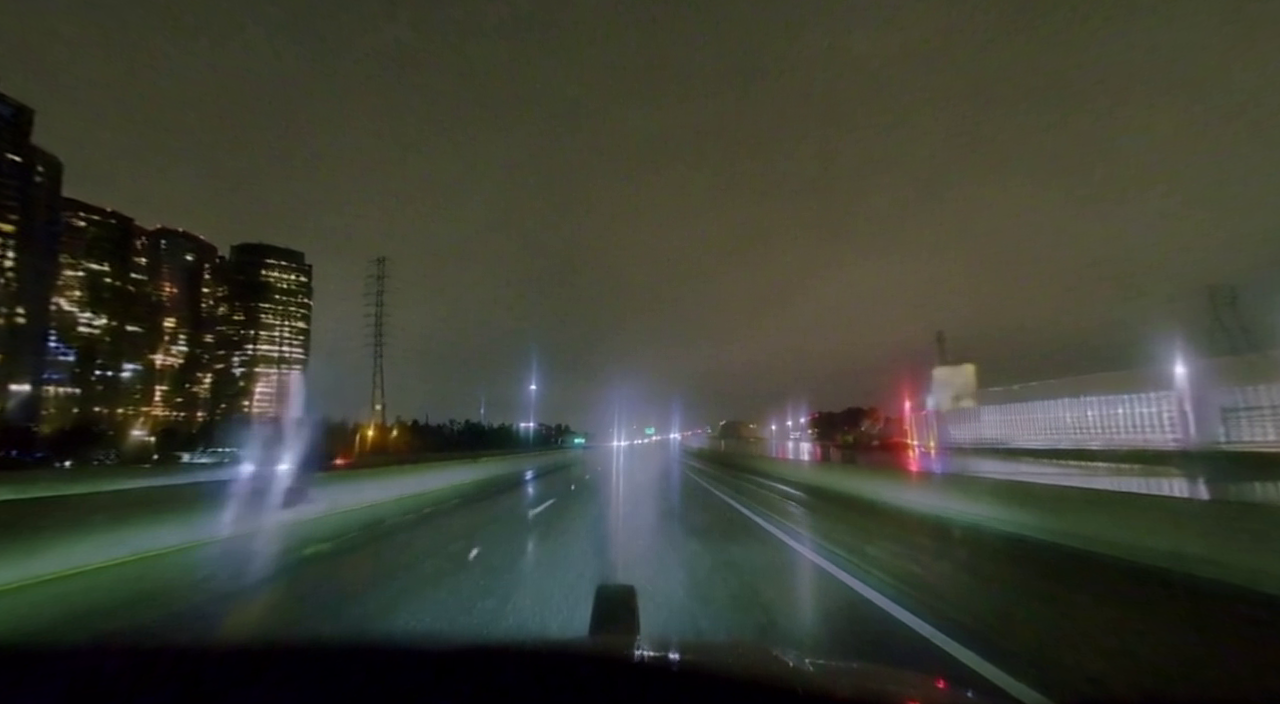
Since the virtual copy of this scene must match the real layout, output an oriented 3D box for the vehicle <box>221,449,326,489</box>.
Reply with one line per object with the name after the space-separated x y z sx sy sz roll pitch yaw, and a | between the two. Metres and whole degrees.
-15.132 4.813 26.254 1.786 1.475 4.117 -1 -8 2 | vehicle
